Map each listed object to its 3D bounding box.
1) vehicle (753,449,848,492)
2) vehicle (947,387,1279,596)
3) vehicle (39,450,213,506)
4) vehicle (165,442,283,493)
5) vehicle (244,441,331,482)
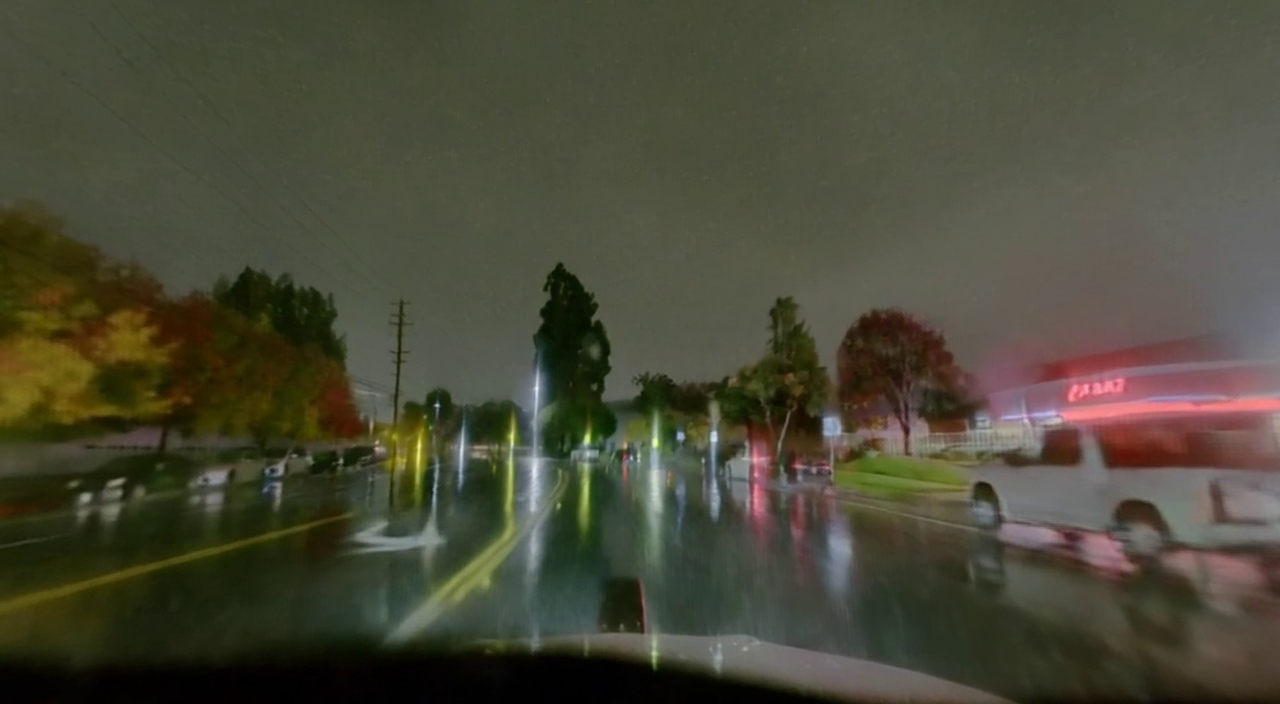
[{"bbox_3d":[6.093,4.534,24.645,1.872,1.515,4.799,1,-9,-8],"label":"vehicle"},{"bbox_3d":[7.479,1.875,9.524,2.543,2.114,5.984,0,-9,-2],"label":"vehicle"},{"bbox_3d":[-15.473,3.777,19.436,2.027,1.470,4.550,1,-9,-9],"label":"vehicle"},{"bbox_3d":[-15.909,4.398,24.493,1.927,1.748,4.474,1,-9,-7],"label":"vehicle"},{"bbox_3d":[-16.925,5.268,30.685,1.876,1.772,5.125,1,-9,-8],"label":"vehicle"}]
